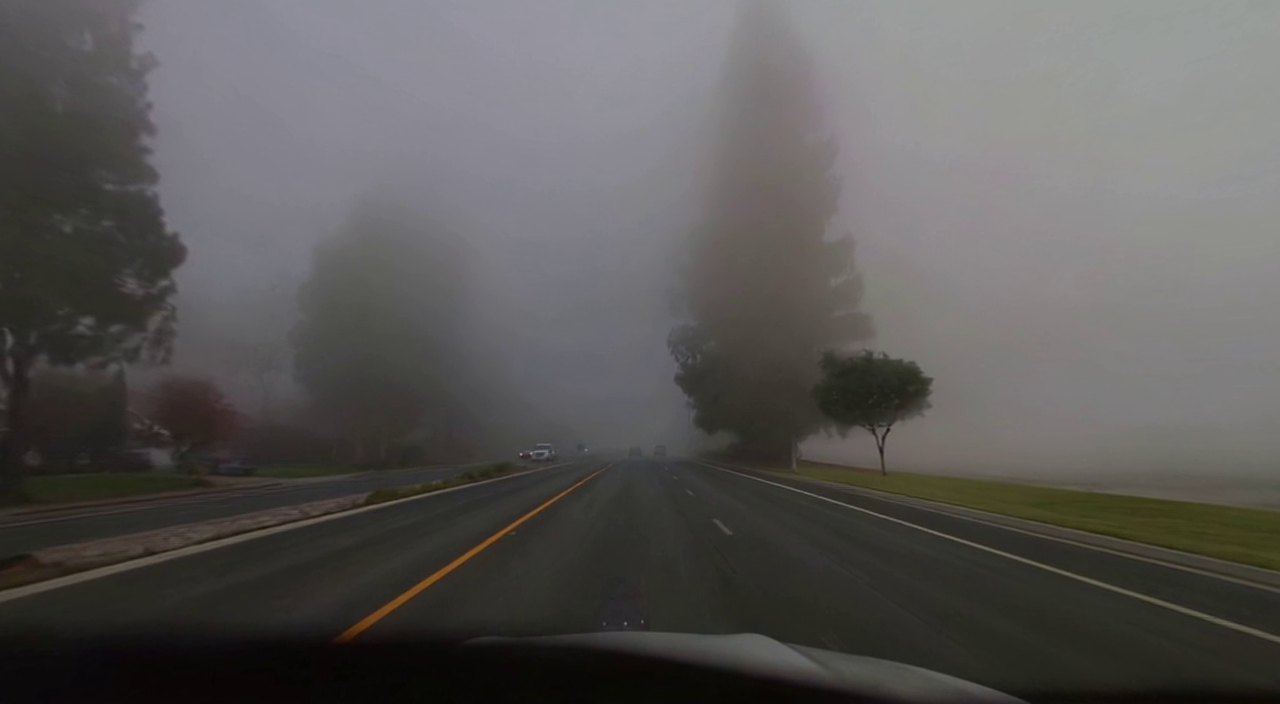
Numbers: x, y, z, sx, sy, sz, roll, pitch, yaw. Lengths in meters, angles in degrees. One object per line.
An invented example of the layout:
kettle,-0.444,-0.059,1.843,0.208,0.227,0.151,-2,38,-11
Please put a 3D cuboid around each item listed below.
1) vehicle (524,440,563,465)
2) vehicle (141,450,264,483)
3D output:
vehicle,-7.190,7.590,47.599,2.146,1.749,4.534,0,-8,1
vehicle,-21.427,5.608,31.050,4.503,1.529,1.860,1,-8,-7
